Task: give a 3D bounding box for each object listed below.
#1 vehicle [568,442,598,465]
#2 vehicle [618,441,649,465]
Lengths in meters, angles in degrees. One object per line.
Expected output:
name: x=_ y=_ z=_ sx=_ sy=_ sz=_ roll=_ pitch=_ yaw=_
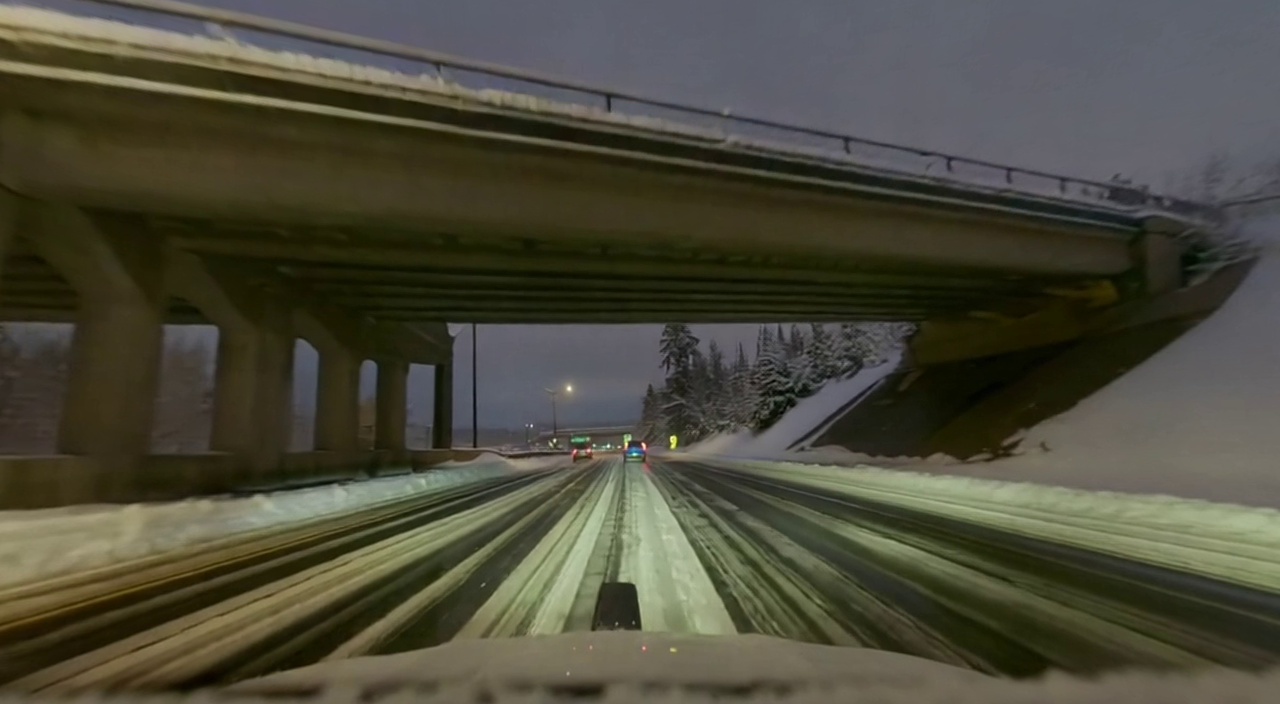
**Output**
vehicle: x=-4.327 y=7.753 z=48.486 sx=2.000 sy=1.646 sz=4.201 roll=0 pitch=-8 yaw=0
vehicle: x=-0.500 y=7.264 z=45.689 sx=2.132 sy=1.657 sz=3.967 roll=0 pitch=-8 yaw=-1
